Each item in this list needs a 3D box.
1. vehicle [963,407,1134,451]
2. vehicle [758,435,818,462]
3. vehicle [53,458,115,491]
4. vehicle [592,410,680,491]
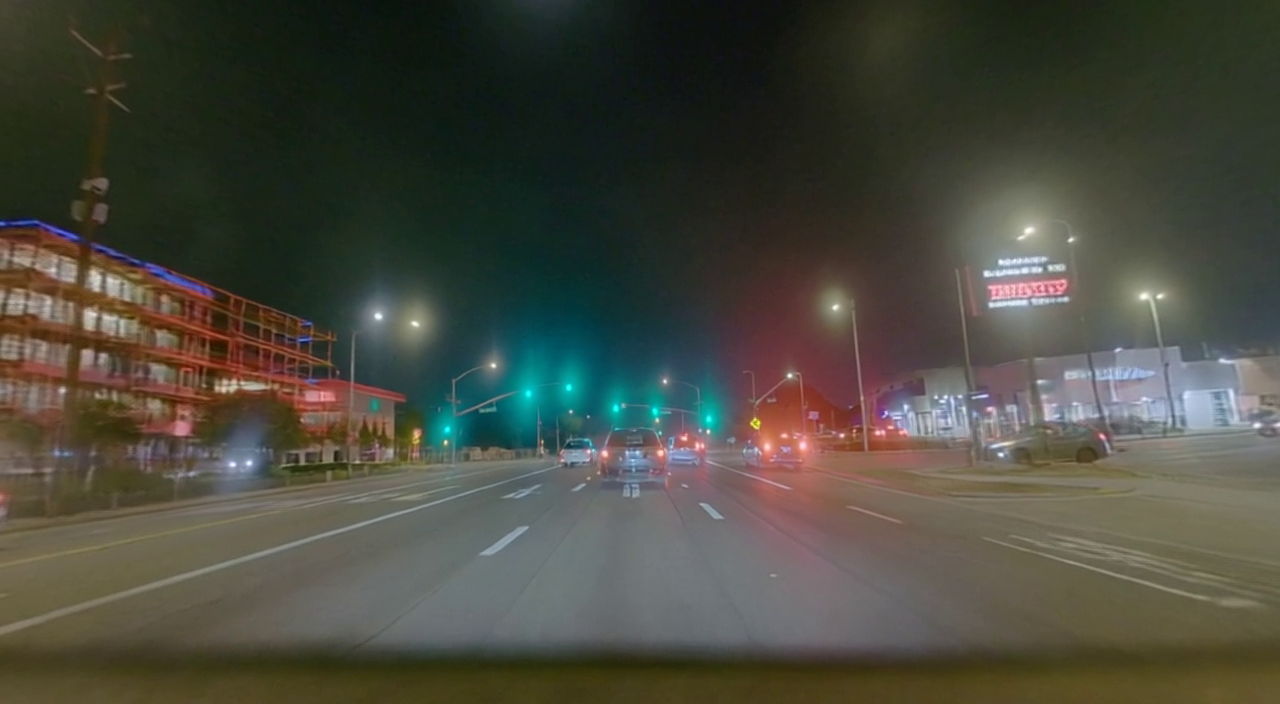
[{"bbox_3d":[14.907,2.899,23.219,4.986,1.467,2.025,-6,-10,34],"label":"vehicle"},{"bbox_3d":[9.034,5.834,38.221,2.145,1.503,4.267,-6,-10,33],"label":"vehicle"},{"bbox_3d":[-33.363,7.285,37.720,4.692,1.720,1.941,-7,-11,40],"label":"vehicle"},{"bbox_3d":[-0.220,3.066,19.763,2.350,2.122,5.801,0,-9,-2],"label":"vehicle"}]
